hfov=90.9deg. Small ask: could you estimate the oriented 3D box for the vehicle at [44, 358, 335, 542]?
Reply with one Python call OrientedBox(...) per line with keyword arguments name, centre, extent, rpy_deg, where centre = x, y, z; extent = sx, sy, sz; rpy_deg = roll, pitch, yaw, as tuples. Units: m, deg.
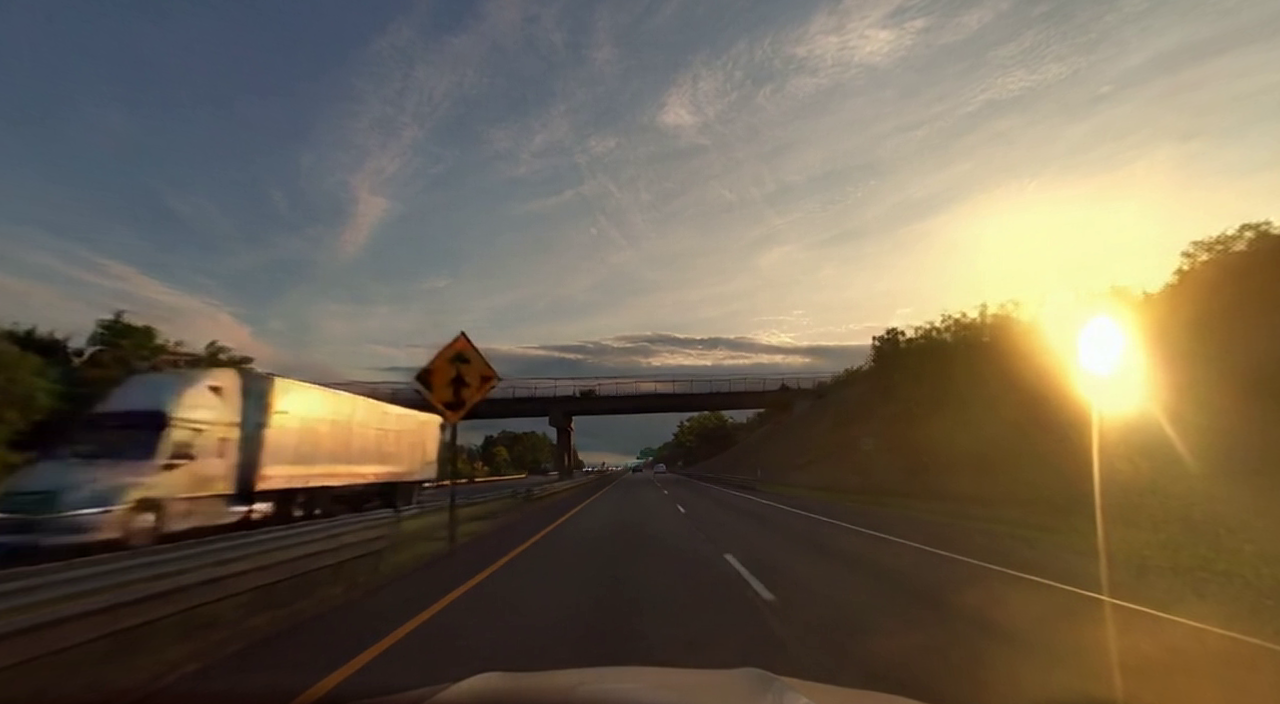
OrientedBox(name="vehicle", centre=(-11.316, 2.667, 16.907), extent=(3.027, 3.994, 6.031), rpy_deg=(1, -10, 0))
